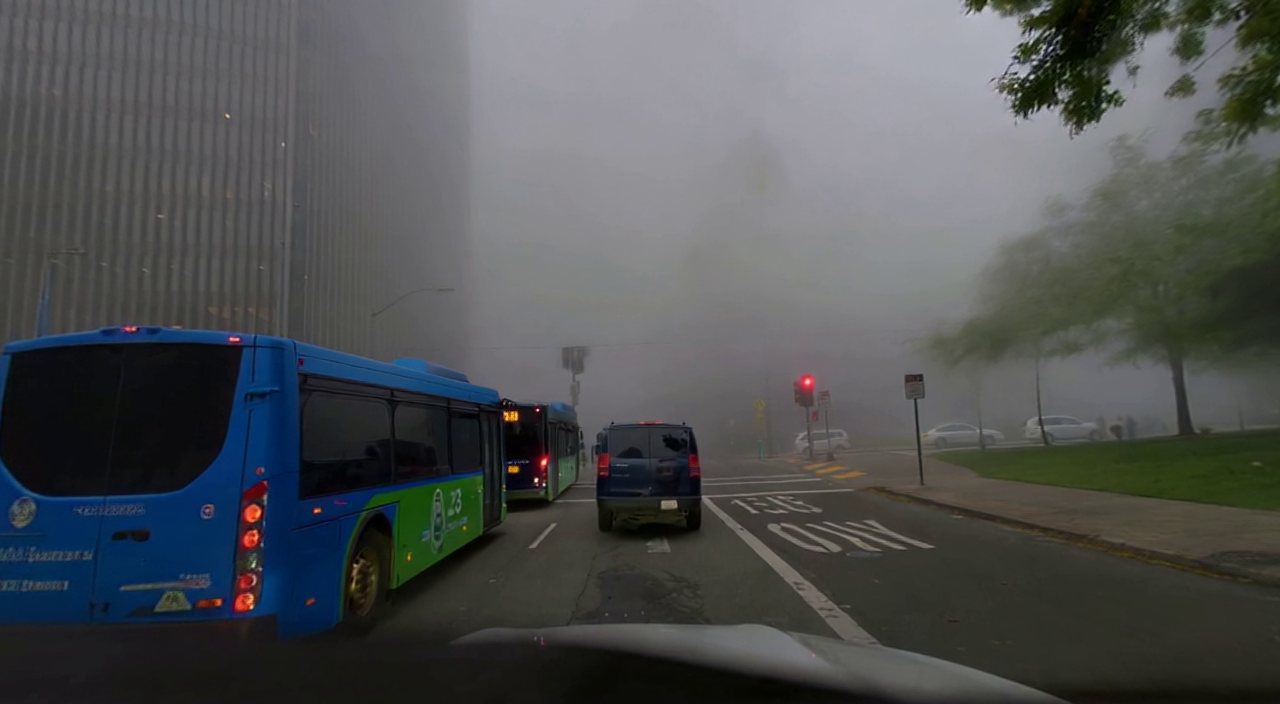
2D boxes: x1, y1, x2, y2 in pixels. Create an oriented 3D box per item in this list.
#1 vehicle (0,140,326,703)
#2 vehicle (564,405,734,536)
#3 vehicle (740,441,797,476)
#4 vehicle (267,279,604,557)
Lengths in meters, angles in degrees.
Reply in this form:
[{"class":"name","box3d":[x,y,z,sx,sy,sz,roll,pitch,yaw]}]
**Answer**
[{"class":"vehicle","box3d":[-2.751,0.332,0.219,2.329,2.089,5.659,0,-9,0]},{"class":"vehicle","box3d":[0.142,2.081,11.545,2.500,1.912,4.270,0,-9,0]},{"class":"vehicle","box3d":[6.127,5.105,30.488,1.919,1.529,4.059,0,-9,0]},{"class":"vehicle","box3d":[-2.883,1.796,14.628,3.042,3.445,13.615,0,-9,1]}]
